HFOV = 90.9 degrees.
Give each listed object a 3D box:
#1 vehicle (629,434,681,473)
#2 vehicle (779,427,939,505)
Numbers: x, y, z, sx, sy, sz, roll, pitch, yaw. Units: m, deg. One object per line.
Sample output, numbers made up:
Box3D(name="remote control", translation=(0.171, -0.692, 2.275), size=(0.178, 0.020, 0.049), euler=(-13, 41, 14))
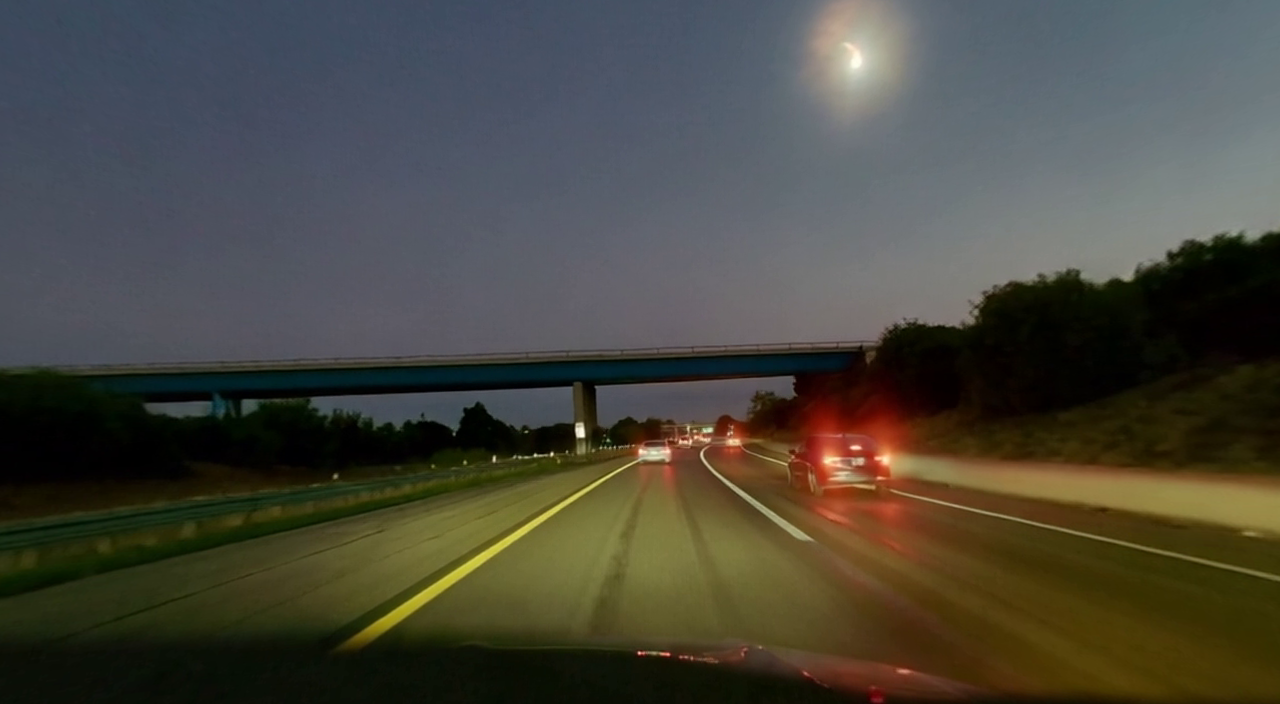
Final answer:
Box3D(name="vehicle", translation=(0.659, 4.162, 26.026), size=(1.993, 1.461, 3.812), euler=(-1, -8, 3))
Box3D(name="vehicle", translation=(4.704, 2.526, 14.408), size=(2.163, 1.489, 4.470), euler=(0, -8, 2))
